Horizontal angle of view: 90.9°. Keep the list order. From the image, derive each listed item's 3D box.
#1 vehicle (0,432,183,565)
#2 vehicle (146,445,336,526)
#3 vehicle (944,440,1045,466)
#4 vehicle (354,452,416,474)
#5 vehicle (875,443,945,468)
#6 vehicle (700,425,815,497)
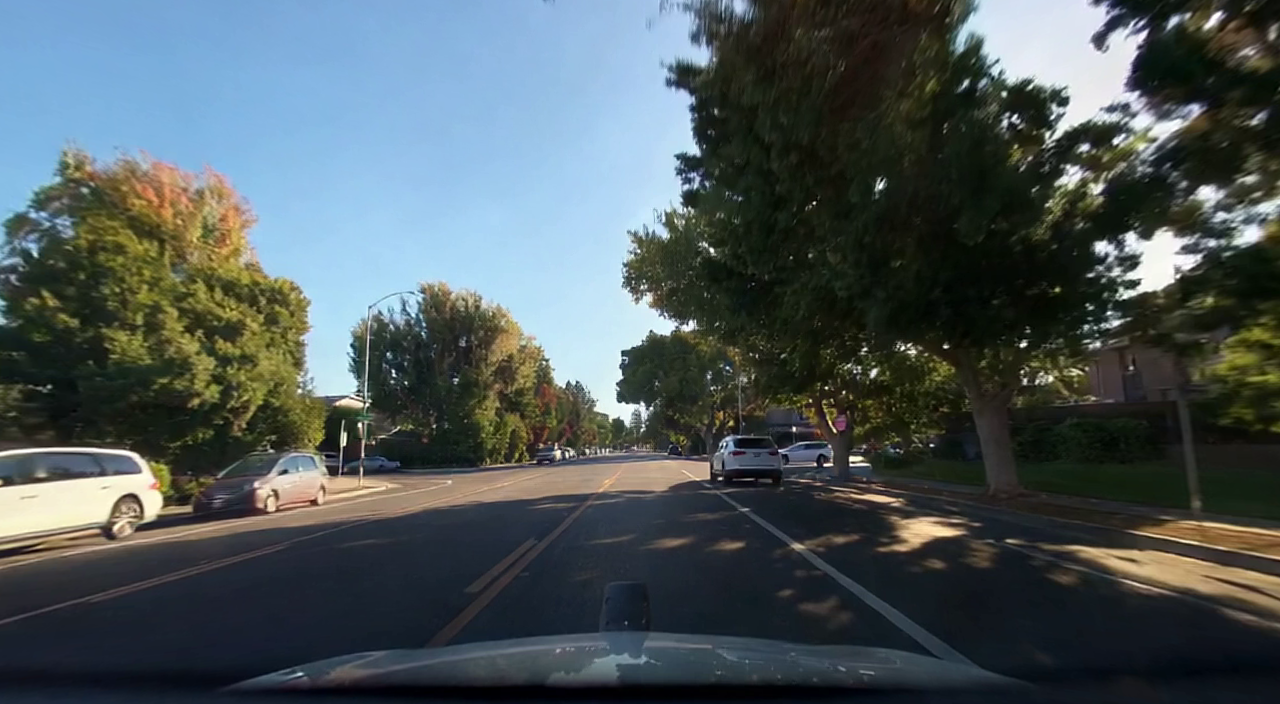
[{"bbox_3d":[-10.440,2.299,9.957,2.386,1.899,5.278,-3,-9,1],"label":"vehicle"},{"bbox_3d":[-10.469,3.467,17.096,2.037,1.790,4.676,-2,-9,1],"label":"vehicle"},{"bbox_3d":[22.019,6.295,39.282,5.051,1.527,1.968,0,-10,2],"label":"vehicle"},{"bbox_3d":[-19.821,8.623,49.047,3.986,1.665,1.888,-1,-8,2],"label":"vehicle"},{"bbox_3d":[16.733,6.410,39.126,3.467,1.520,1.801,0,-8,0],"label":"vehicle"},{"bbox_3d":[3.426,3.350,19.804,2.497,1.889,5.833,0,-8,0],"label":"vehicle"}]
